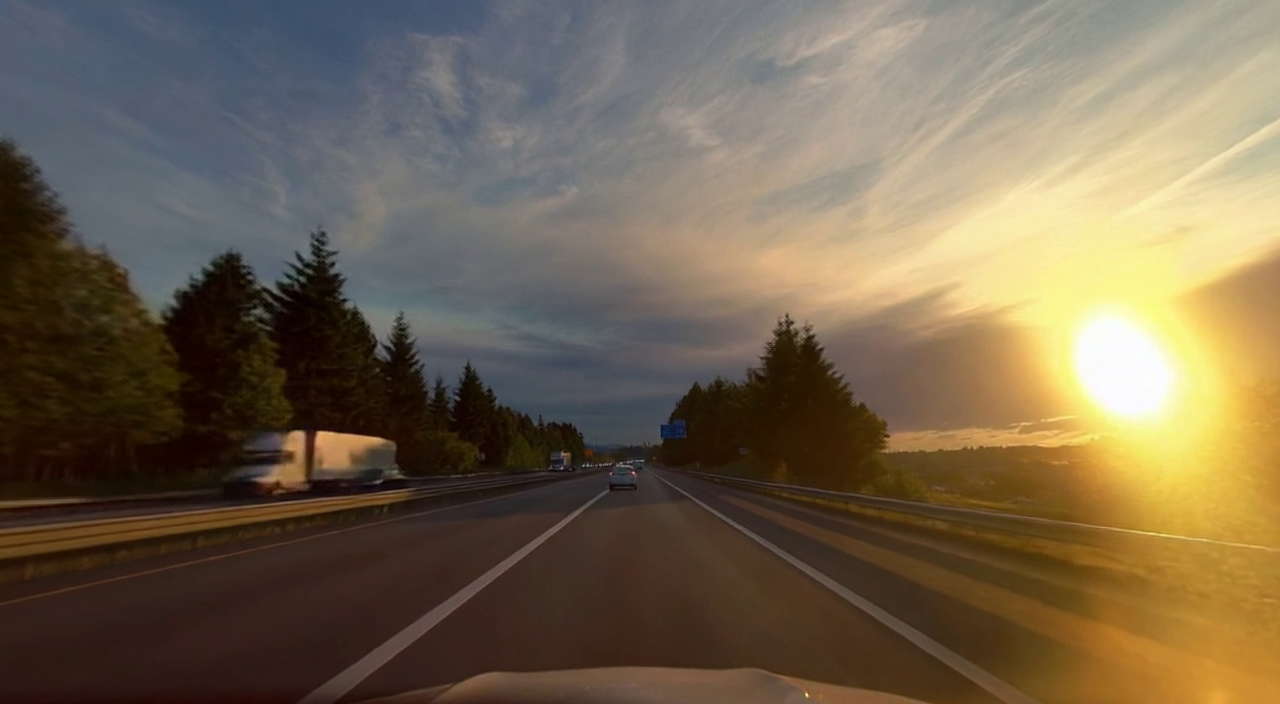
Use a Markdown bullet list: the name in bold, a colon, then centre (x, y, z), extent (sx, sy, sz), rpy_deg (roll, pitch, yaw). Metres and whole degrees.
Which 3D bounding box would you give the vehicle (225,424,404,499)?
- **vehicle**: centre (-16.879, 6.019, 34.394), extent (3.033, 3.267, 12.435), rpy_deg (0, -10, 1)

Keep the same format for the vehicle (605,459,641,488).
- **vehicle**: centre (-0.990, 7.579, 39.271), extent (2.104, 1.655, 4.039), rpy_deg (0, -10, 1)
